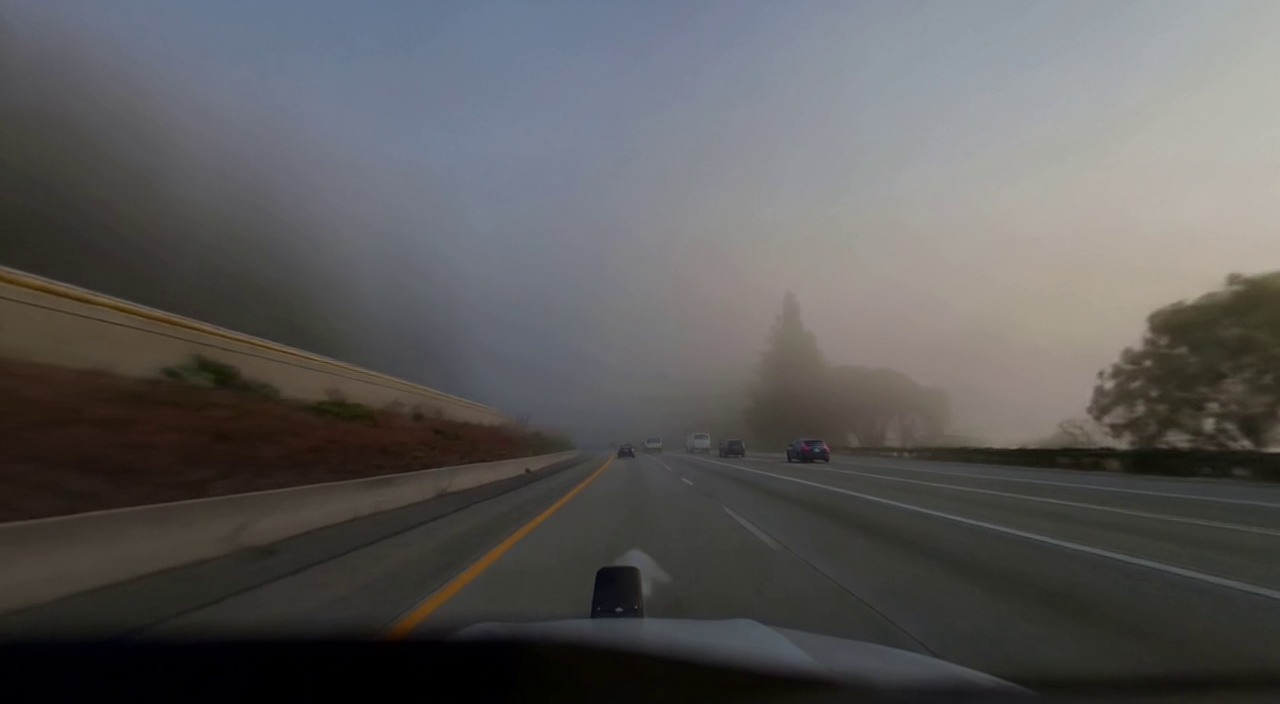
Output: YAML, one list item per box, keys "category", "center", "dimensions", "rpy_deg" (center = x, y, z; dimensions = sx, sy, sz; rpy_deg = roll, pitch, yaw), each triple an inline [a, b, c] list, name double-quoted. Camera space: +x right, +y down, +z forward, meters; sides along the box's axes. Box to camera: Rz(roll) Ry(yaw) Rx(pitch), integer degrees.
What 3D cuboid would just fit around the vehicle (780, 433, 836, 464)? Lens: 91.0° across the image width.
- category: "vehicle"
  center: [10.262, 5.954, 38.782]
  dimensions: [2.077, 1.763, 4.472]
  rpy_deg: [0, -8, -2]
